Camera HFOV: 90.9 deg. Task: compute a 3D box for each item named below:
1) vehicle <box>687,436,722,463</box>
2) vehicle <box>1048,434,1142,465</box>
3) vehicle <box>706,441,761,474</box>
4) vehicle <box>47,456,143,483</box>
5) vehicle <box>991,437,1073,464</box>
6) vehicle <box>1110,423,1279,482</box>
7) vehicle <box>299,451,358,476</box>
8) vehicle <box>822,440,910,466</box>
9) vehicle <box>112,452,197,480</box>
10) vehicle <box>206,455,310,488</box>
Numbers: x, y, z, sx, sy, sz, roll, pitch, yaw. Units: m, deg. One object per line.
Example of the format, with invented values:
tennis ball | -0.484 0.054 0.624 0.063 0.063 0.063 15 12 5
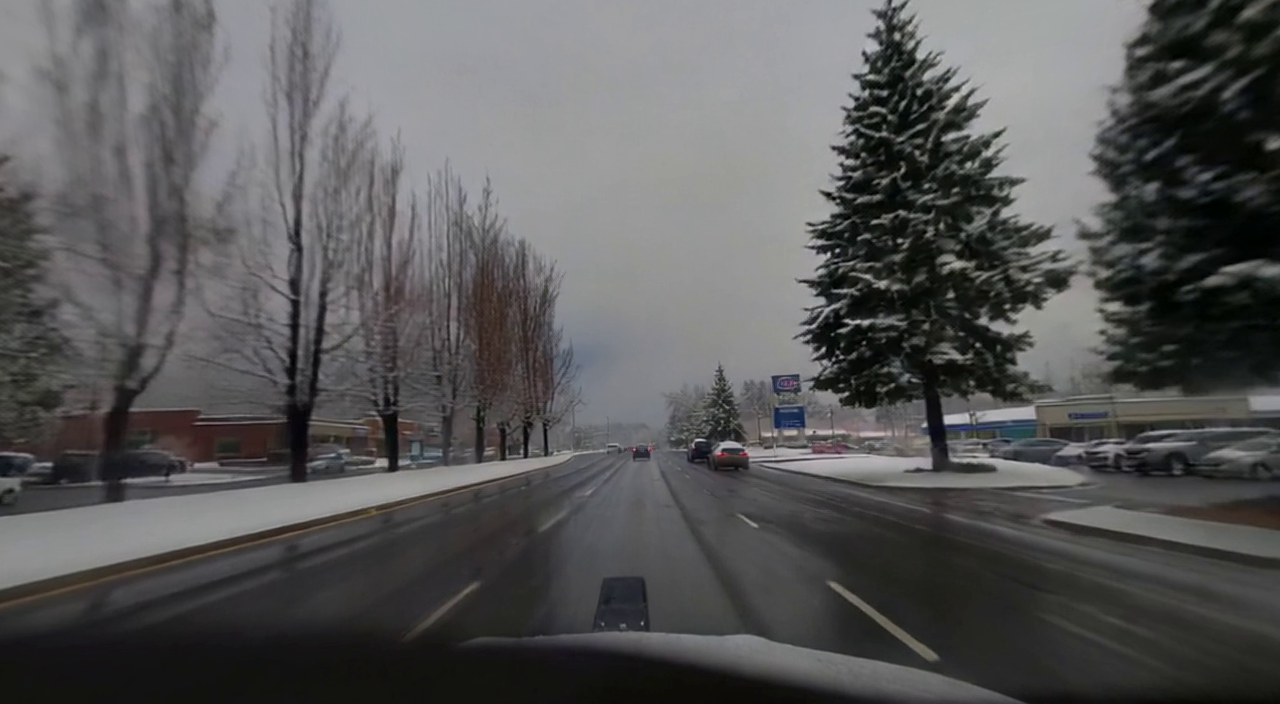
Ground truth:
vehicle | 4.907 7.529 48.737 2.140 1.921 4.431 0 -9 -1
vehicle | 27.371 5.890 37.997 4.107 1.633 1.974 -2 -8 -5
vehicle | 4.427 5.082 30.545 1.916 1.459 4.335 0 -9 -1
vehicle | -34.173 7.339 39.742 1.941 1.492 4.706 -2 -9 -1
vehicle | 26.809 6.755 43.215 4.147 1.545 2.108 -3 -9 -4
vehicle | 21.175 3.807 24.033 2.124 1.920 5.946 0 -9 3
vehicle | -22.016 7.869 44.733 1.997 1.637 4.386 -1 -9 -1
vehicle | 14.657 6.563 41.088 4.909 1.463 1.924 -2 -9 1
vehicle | -31.082 7.283 40.555 1.904 1.639 4.317 0 -9 2
vehicle | -19.742 6.180 32.847 1.822 1.479 4.692 -2 -9 12
